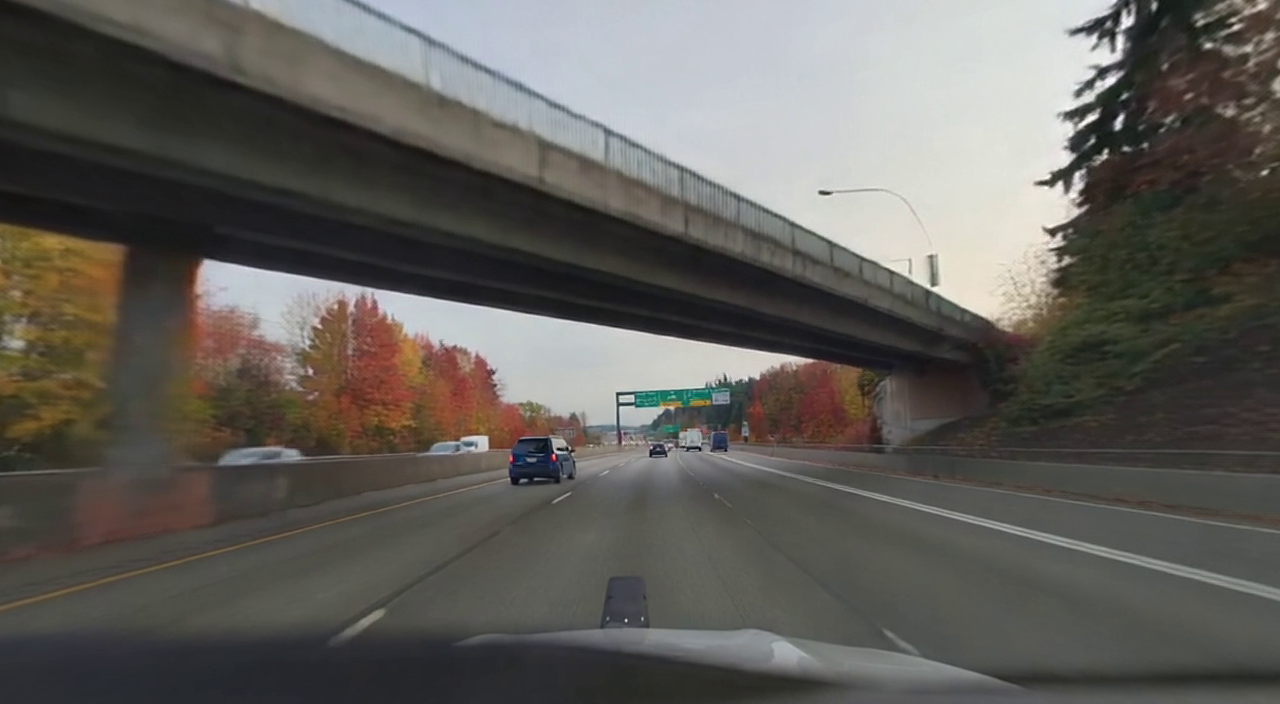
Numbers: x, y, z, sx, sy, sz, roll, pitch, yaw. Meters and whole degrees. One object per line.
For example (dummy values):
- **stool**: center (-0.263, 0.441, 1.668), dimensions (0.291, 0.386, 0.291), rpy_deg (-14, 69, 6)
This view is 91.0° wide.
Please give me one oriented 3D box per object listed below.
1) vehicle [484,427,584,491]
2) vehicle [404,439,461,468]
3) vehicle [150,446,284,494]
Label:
- **vehicle**: center (-3.105, 3.246, 19.444), dimensions (2.177, 1.707, 4.432), rpy_deg (0, -8, 2)
- **vehicle**: center (-14.775, 7.263, 45.114), dimensions (2.177, 1.939, 4.990), rpy_deg (-1, -8, 3)
- **vehicle**: center (-15.977, 4.450, 24.087), dimensions (1.919, 1.613, 4.379), rpy_deg (-1, -8, 2)
